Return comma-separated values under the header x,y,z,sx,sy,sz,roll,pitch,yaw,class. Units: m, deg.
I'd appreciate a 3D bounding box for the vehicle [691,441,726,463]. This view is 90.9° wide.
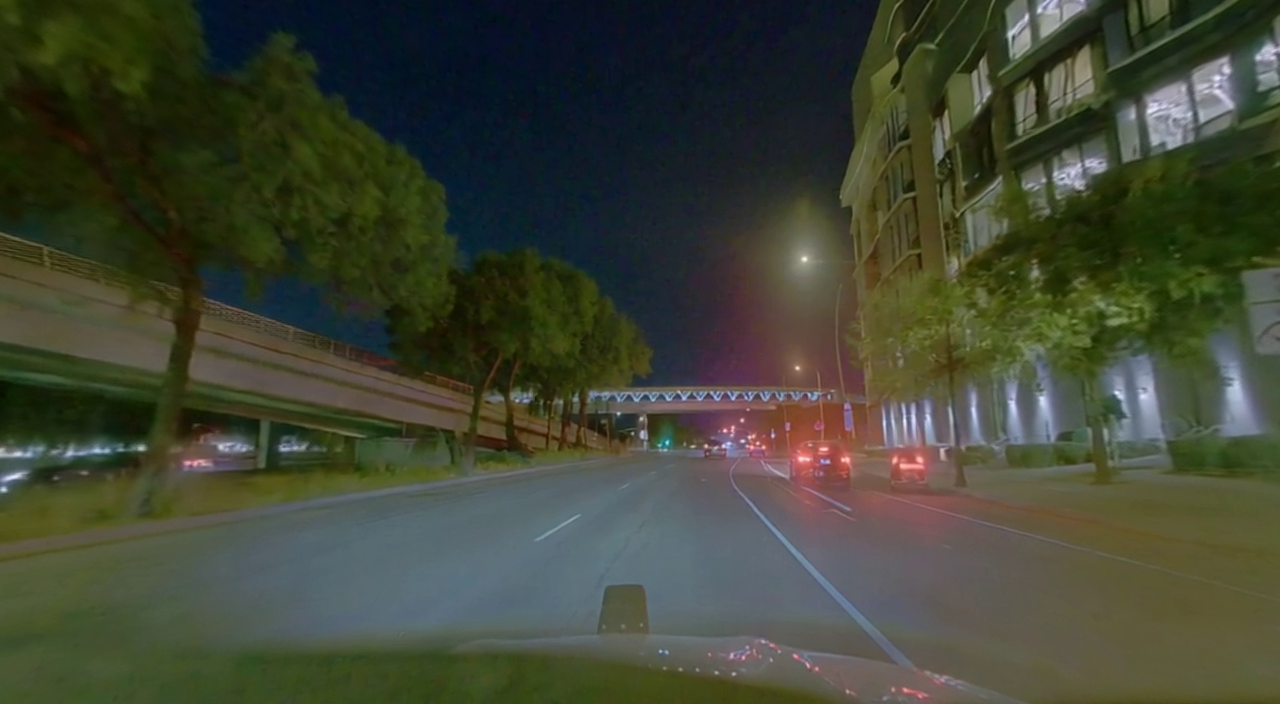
x,y,z,sx,sy,sz,roll,pitch,yaw,class
5.110,7.366,46.476,2.280,1.475,4.051,-2,-9,10,vehicle

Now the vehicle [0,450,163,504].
x,y,z,sx,sy,sz,roll,pitch,yaw,class
-19.799,4.363,22.125,4.562,1.464,2.090,-4,-7,3,vehicle
